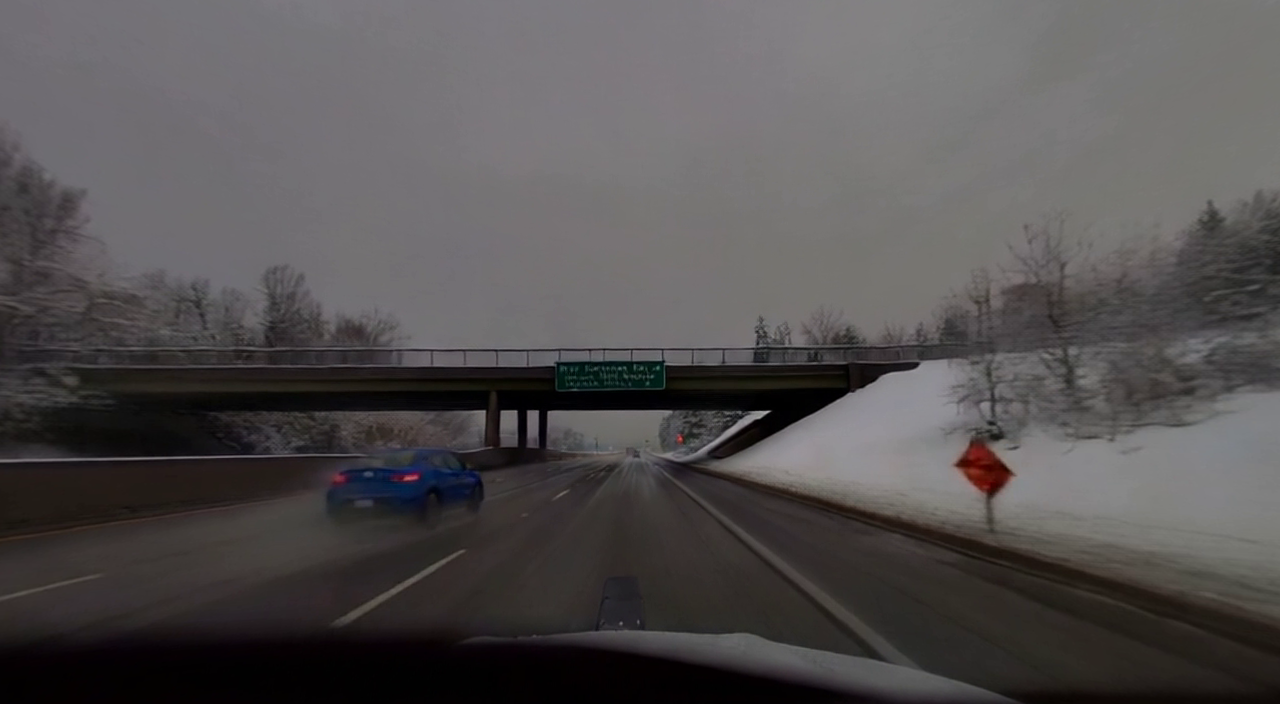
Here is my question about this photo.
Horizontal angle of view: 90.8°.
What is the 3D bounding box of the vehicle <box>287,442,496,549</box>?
[{"bbox_3d":[-4.028,2.378,11.137,1.992,1.504,4.117,0,-9,0],"label":"vehicle"}]
